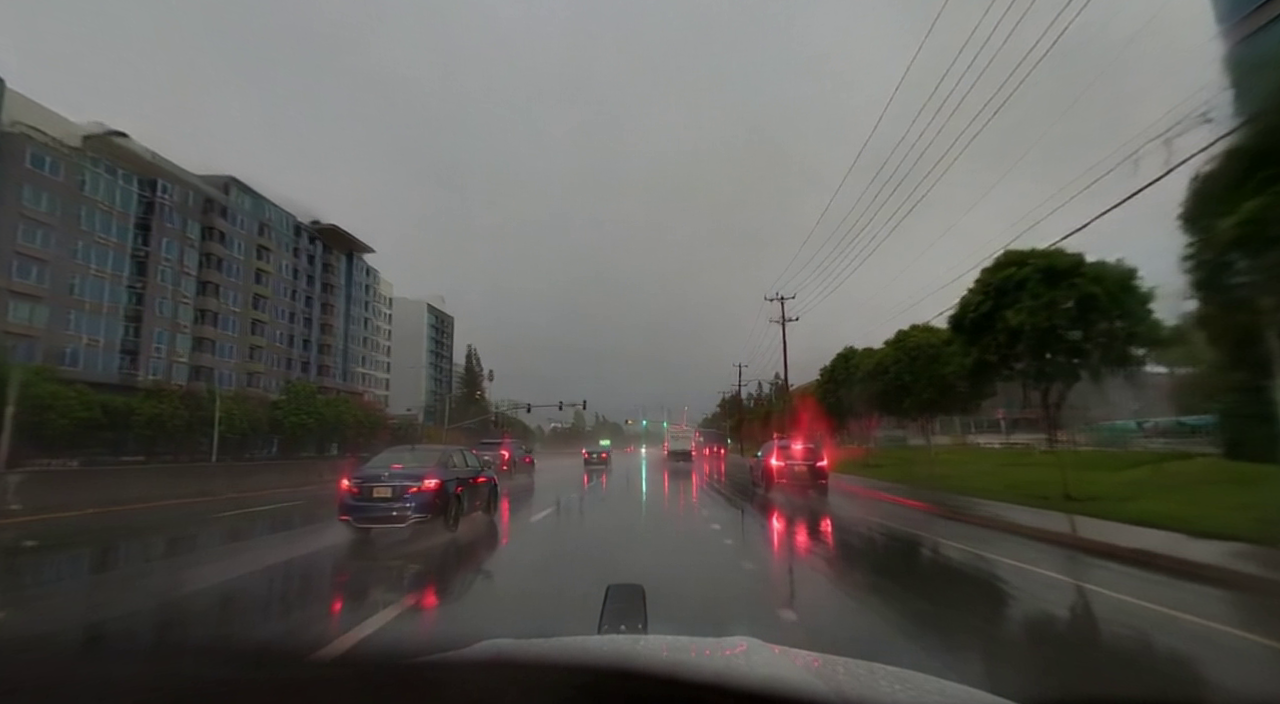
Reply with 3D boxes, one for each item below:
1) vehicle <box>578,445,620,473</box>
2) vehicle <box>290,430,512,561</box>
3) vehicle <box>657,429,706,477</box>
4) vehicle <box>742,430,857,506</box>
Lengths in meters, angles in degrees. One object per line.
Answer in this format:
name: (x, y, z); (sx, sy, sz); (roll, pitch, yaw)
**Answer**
vehicle: (-2.404, 6.408, 37.872); (1.984, 1.567, 4.311); (0, -8, 4)
vehicle: (-3.454, 2.119, 9.969); (1.934, 1.643, 3.718); (0, -8, 2)
vehicle: (2.414, 5.656, 35.450); (2.457, 2.440, 5.486); (-1, -9, 7)
vehicle: (4.447, 3.307, 18.358); (2.283, 1.923, 4.427); (0, -8, 1)
